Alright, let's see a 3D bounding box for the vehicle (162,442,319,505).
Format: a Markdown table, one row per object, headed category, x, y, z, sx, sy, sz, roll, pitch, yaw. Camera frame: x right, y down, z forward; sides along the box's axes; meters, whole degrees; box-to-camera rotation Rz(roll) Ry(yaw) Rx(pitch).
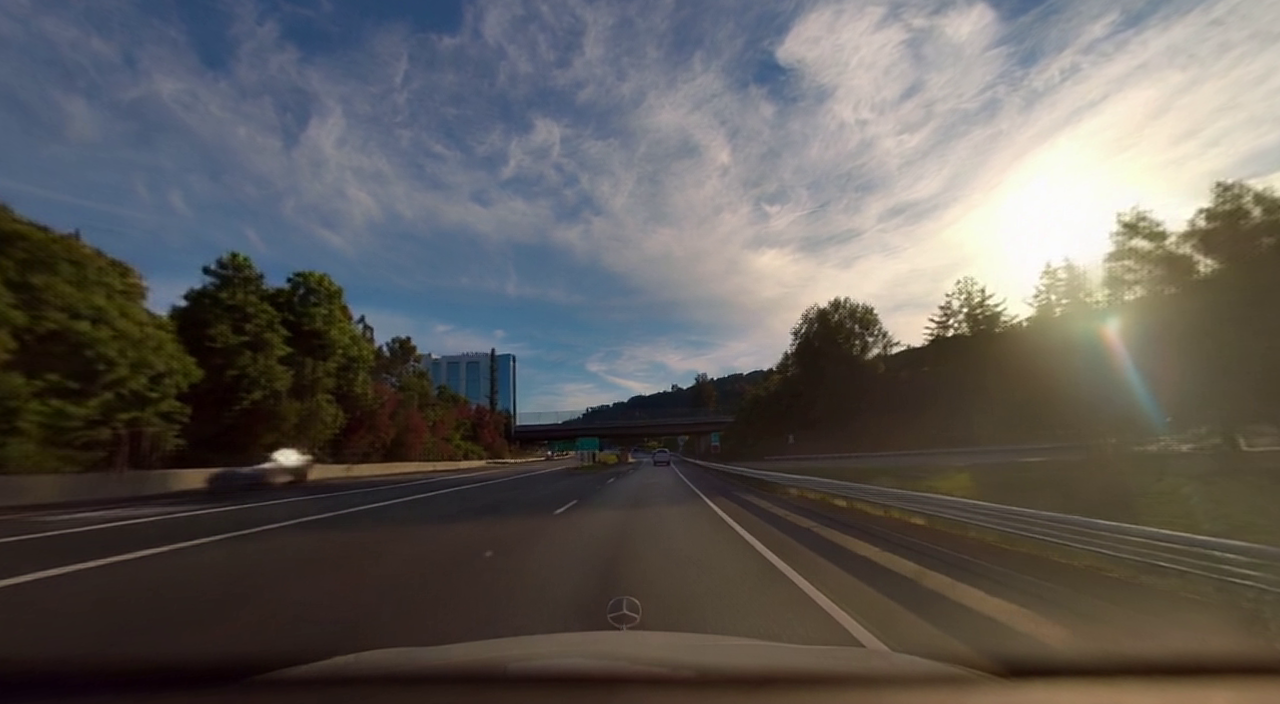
| category | x | y | z | sx | sy | sz | roll | pitch | yaw |
| --- | --- | --- | --- | --- | --- | --- | --- | --- | --- |
| vehicle | -12.097 | 3.679 | 19.546 | 1.981 | 1.676 | 4.508 | 0 | -9 | -2 |
